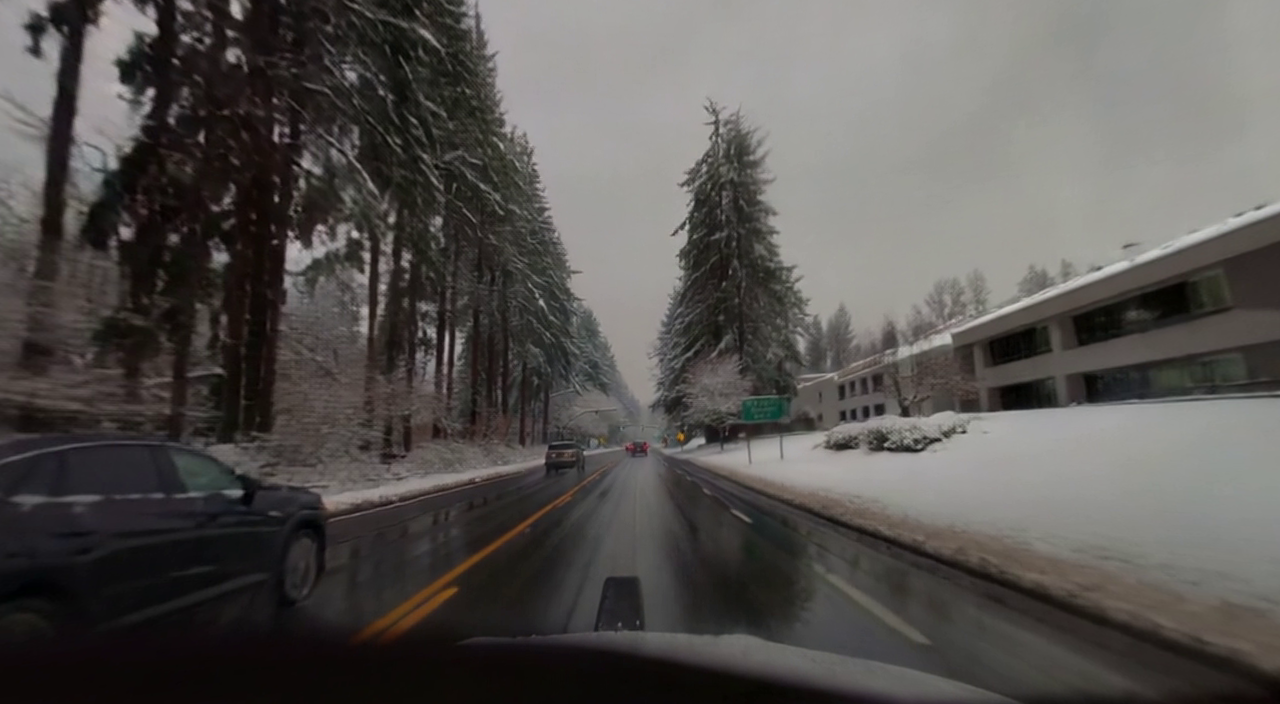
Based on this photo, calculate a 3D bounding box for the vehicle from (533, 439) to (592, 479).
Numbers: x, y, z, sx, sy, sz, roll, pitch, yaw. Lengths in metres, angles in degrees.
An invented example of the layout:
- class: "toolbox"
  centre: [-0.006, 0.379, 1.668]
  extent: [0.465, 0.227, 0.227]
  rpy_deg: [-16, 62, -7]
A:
- class: "vehicle"
  centre: [-3.267, 4.612, 27.420]
  extent: [1.942, 1.588, 4.172]
  rpy_deg: [0, -9, 1]

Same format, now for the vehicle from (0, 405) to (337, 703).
- class: "vehicle"
  centre: [-3.433, 1.025, 2.934]
  extent: [1.862, 1.478, 4.369]
  rpy_deg: [0, -8, 0]
